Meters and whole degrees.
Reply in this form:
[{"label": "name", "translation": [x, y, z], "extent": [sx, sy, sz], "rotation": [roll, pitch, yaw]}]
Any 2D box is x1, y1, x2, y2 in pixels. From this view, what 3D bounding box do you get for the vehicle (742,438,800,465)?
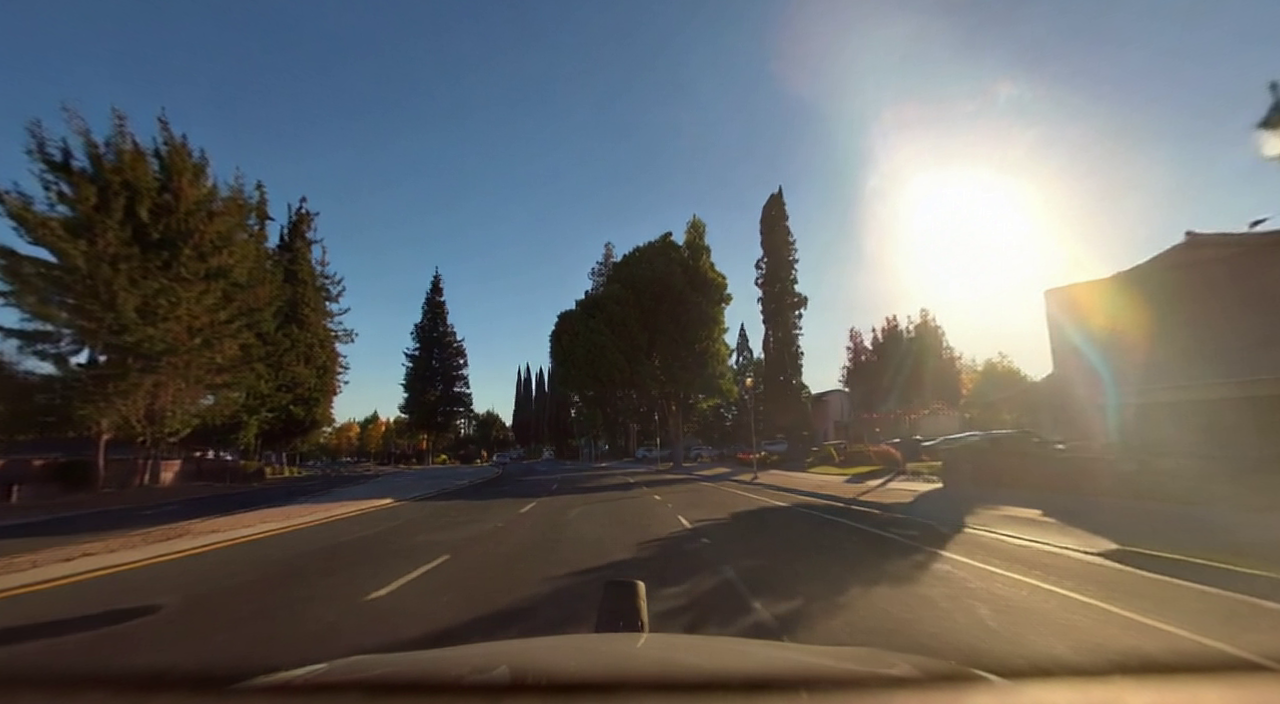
[{"label": "vehicle", "translation": [9.751, 7.355, 46.880], "extent": [2.110, 1.863, 4.977], "rotation": [-9, -12, 37]}]
